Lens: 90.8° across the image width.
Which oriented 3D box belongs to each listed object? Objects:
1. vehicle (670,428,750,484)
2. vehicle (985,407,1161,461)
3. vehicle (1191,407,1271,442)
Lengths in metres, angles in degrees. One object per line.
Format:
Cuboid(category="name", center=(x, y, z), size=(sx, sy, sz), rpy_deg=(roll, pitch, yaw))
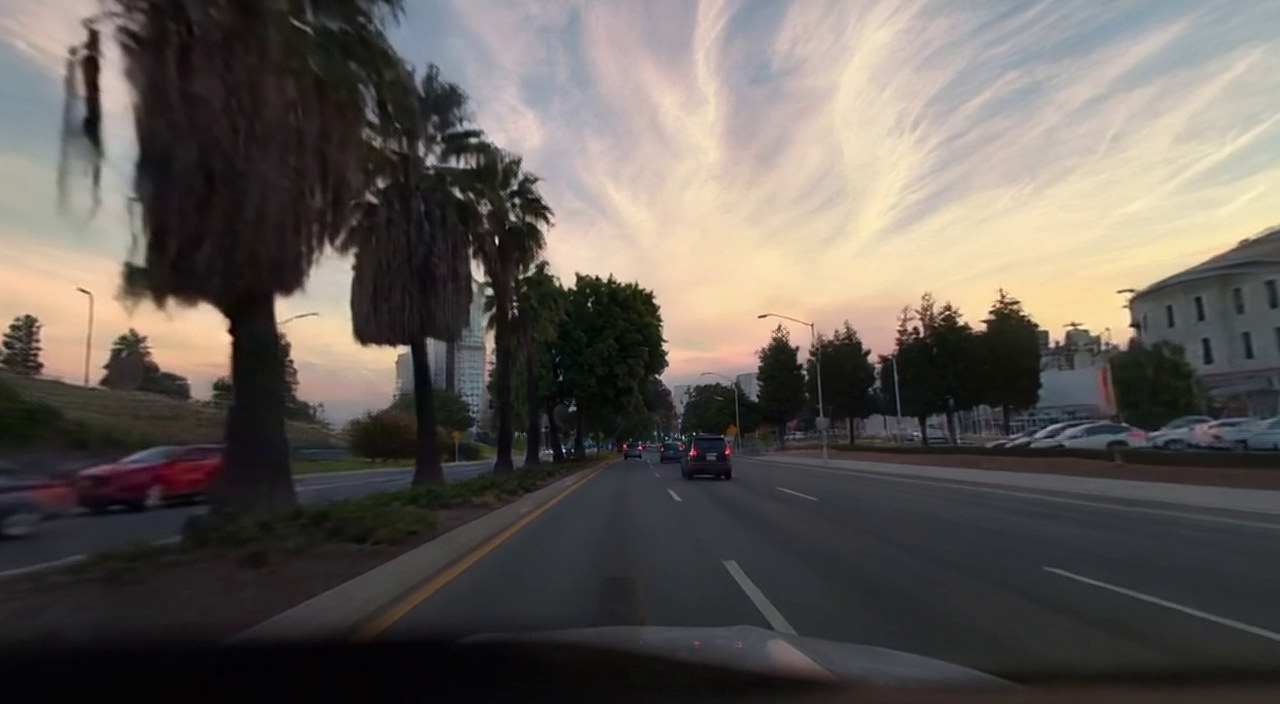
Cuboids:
Cuboid(category="vehicle", center=(2.686, 4.227, 25.872), size=(2.559, 2.017, 5.562), rpy_deg=(0, -9, -1))
Cuboid(category="vehicle", center=(19.198, 3.809, 28.517), size=(2.305, 2.084, 6.115), rpy_deg=(1, -10, -21))
Cuboid(category="vehicle", center=(37.824, 4.760, 40.630), size=(2.235, 2.018, 6.593), rpy_deg=(-5, -10, 30))
